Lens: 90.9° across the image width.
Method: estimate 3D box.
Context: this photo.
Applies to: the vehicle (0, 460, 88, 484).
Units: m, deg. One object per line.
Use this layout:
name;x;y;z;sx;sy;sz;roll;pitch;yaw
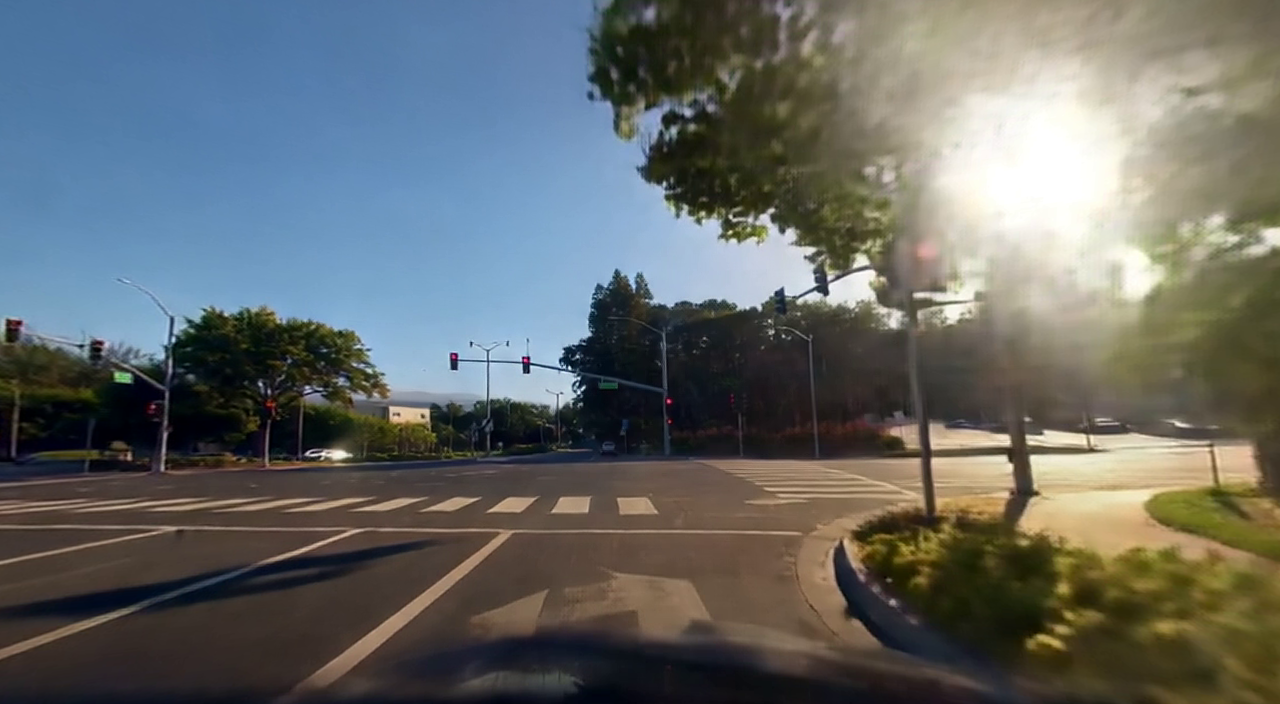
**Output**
vehicle;-36.821;7.386;38.933;3.748;1.389;1.656;0;-8;0
